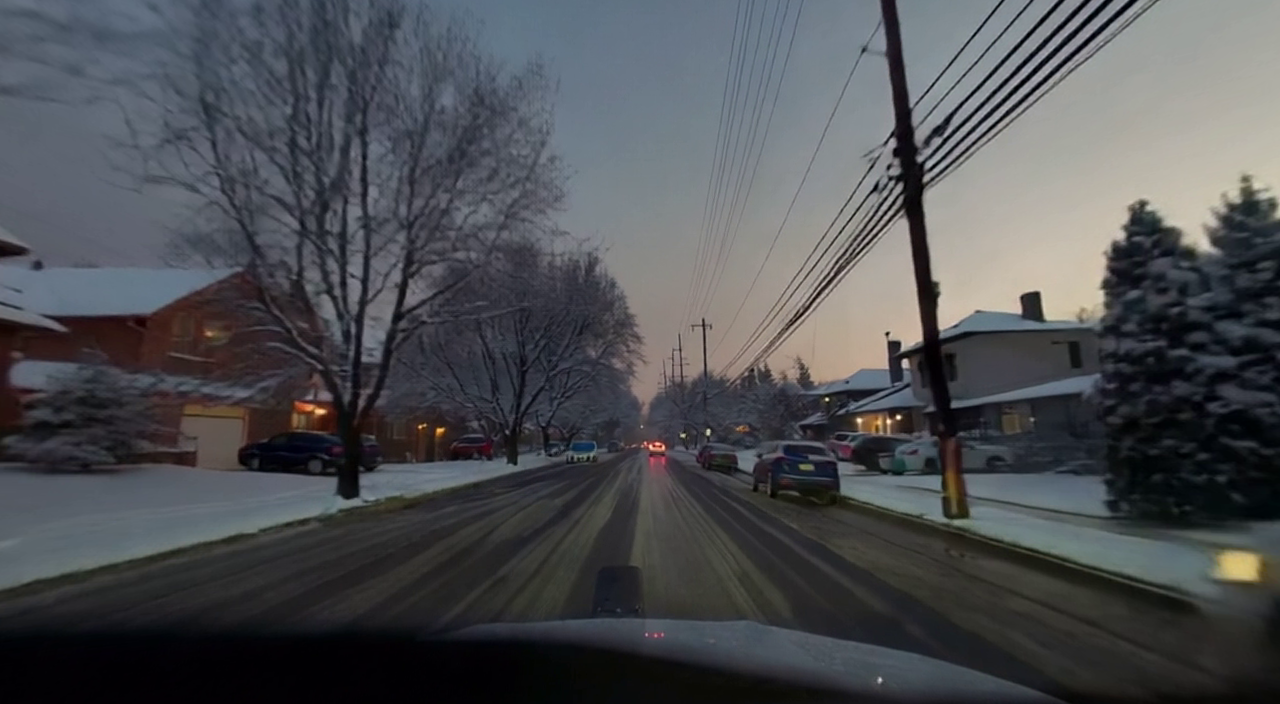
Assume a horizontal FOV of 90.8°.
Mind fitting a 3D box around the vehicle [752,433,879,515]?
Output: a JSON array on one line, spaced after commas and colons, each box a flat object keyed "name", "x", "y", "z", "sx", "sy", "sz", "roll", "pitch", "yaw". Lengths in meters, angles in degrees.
[{"name": "vehicle", "x": 4.256, "y": 3.022, "z": 16.262, "sx": 2.066, "sy": 1.753, "sz": 4.877, "roll": 0, "pitch": -9, "yaw": 2}]

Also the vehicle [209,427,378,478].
[{"name": "vehicle", "x": -12.282, "y": 3.591, "z": 22.656, "sx": 4.792, "sy": 1.521, "sz": 2.077, "roll": 2, "pitch": -9, "yaw": 1}]

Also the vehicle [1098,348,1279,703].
[{"name": "vehicle", "x": 3.920, "y": 0.678, "z": 1.282, "sx": 2.280, "sy": 1.820, "sz": 5.001, "roll": 0, "pitch": -9, "yaw": 1}]

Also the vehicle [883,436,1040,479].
[{"name": "vehicle", "x": 12.144, "y": 4.028, "z": 24.086, "sx": 4.905, "sy": 1.570, "sz": 1.900, "roll": 1, "pitch": -10, "yaw": -2}]

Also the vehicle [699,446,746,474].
[{"name": "vehicle", "x": 4.533, "y": 6.005, "z": 35.372, "sx": 2.031, "sy": 1.471, "sz": 4.328, "roll": 0, "pitch": -9, "yaw": -1}]

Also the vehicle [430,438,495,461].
[{"name": "vehicle", "x": -13.743, "y": 7.560, "z": 48.899, "sx": 4.702, "sy": 1.675, "sz": 1.984, "roll": -5, "pitch": -10, "yaw": 28}]
